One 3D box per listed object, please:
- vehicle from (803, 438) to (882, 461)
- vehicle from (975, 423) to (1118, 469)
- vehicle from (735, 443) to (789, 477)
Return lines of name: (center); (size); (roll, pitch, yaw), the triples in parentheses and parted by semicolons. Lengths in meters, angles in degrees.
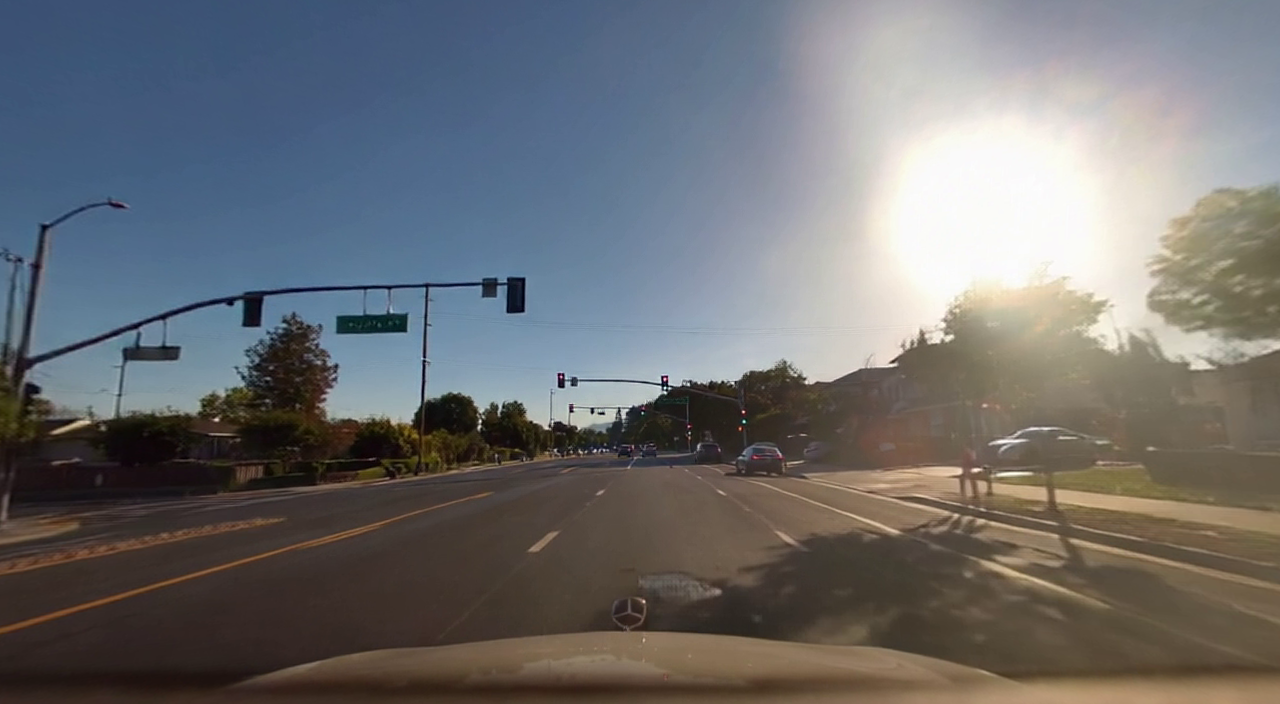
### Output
vehicle: (13.111, 6.328, 40.983); (4.461, 1.461, 1.805); (0, -8, 0)
vehicle: (14.637, 3.402, 22.870); (3.769, 1.598, 1.987); (0, -8, 1)
vehicle: (5.889, 5.248, 30.999); (1.855, 1.520, 4.808); (0, -8, 2)
